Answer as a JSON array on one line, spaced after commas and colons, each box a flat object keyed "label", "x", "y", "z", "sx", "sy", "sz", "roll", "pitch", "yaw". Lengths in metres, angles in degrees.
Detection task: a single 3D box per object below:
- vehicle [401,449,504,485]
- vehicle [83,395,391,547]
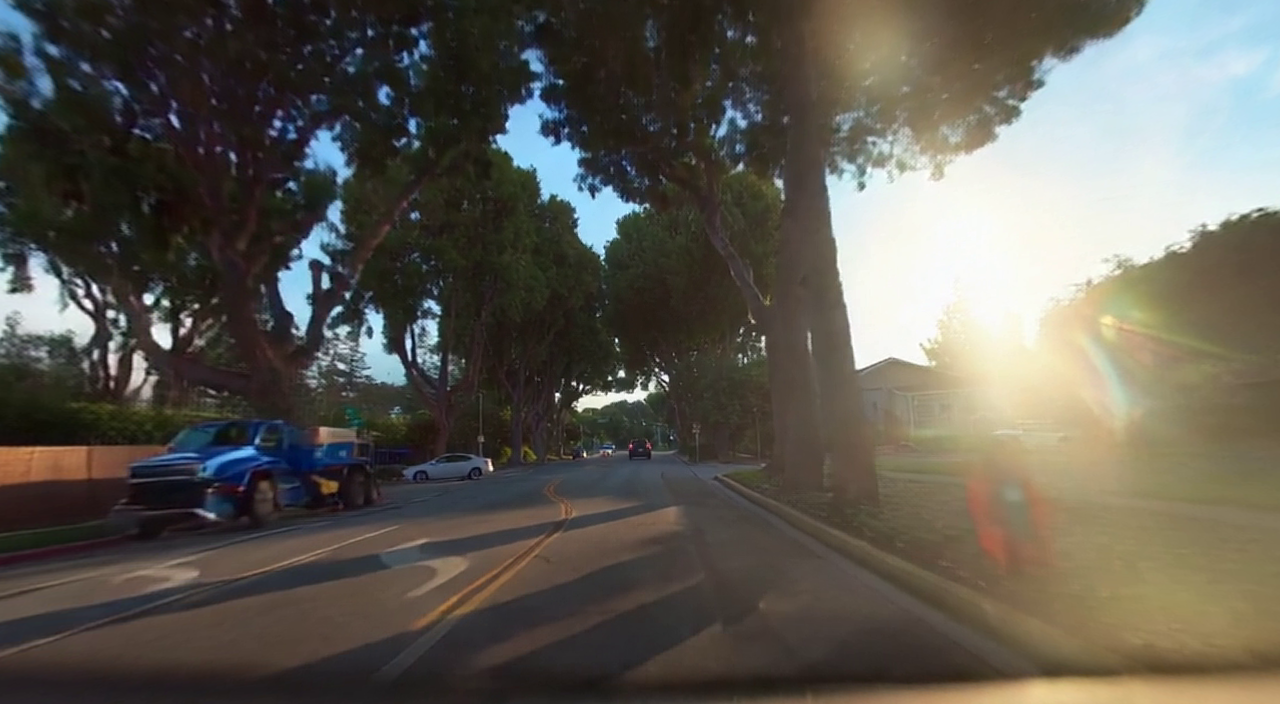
[{"label": "vehicle", "x": -9.363, "y": 5.758, "z": 31.782, "sx": 4.594, "sy": 1.696, "sz": 1.971, "roll": 0, "pitch": -8, "yaw": -1}, {"label": "vehicle", "x": -9.335, "y": 2.857, "z": 16.037, "sx": 2.816, "sy": 2.723, "sz": 7.506, "roll": -4, "pitch": -8, "yaw": 1}]
